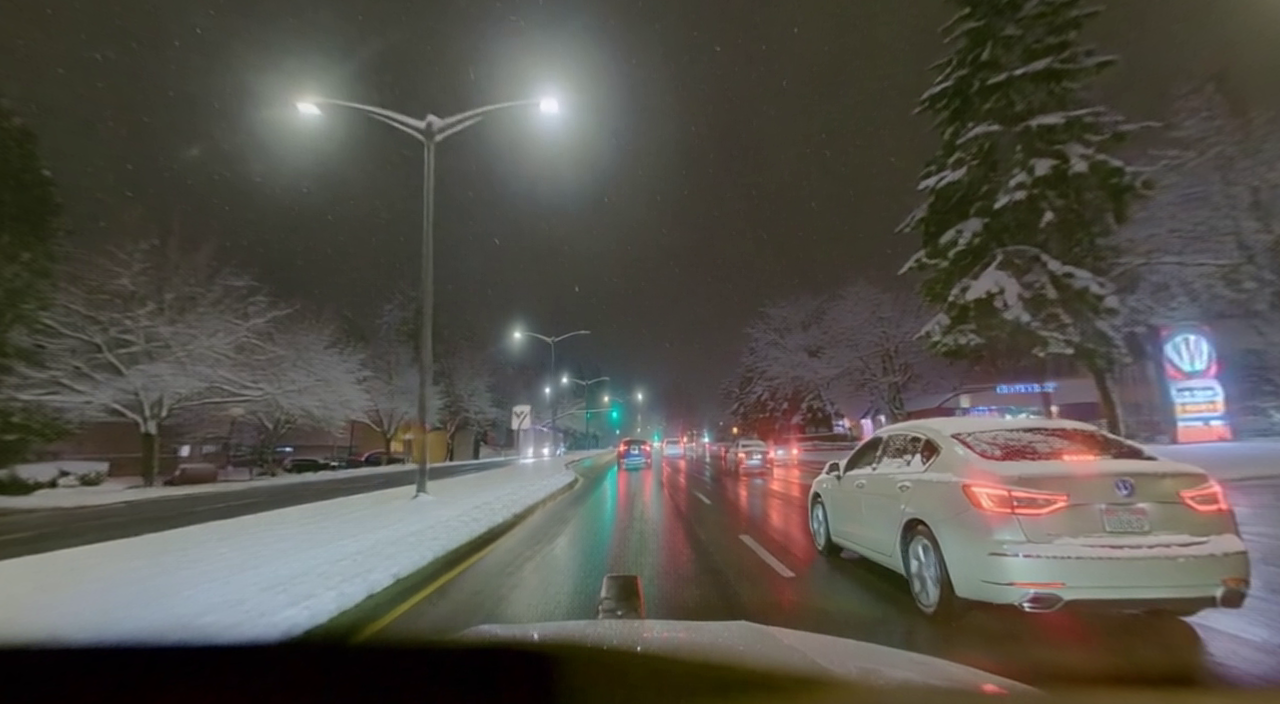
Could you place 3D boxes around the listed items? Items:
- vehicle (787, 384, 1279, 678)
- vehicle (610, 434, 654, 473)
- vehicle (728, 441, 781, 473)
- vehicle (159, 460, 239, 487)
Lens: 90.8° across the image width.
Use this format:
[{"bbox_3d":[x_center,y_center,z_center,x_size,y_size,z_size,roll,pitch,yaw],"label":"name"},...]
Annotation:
[{"bbox_3d":[3.013,1.345,5.897,2.153,1.658,4.485,0,-8,0],"label":"vehicle"},{"bbox_3d":[-0.406,5.168,32.321,2.106,1.798,4.168,0,-8,0],"label":"vehicle"},{"bbox_3d":[5.549,5.144,31.098,1.883,1.452,4.258,0,-8,1],"label":"vehicle"},{"bbox_3d":[-30.123,8.271,43.239,4.040,1.444,1.905,-4,-8,-1],"label":"vehicle"}]
